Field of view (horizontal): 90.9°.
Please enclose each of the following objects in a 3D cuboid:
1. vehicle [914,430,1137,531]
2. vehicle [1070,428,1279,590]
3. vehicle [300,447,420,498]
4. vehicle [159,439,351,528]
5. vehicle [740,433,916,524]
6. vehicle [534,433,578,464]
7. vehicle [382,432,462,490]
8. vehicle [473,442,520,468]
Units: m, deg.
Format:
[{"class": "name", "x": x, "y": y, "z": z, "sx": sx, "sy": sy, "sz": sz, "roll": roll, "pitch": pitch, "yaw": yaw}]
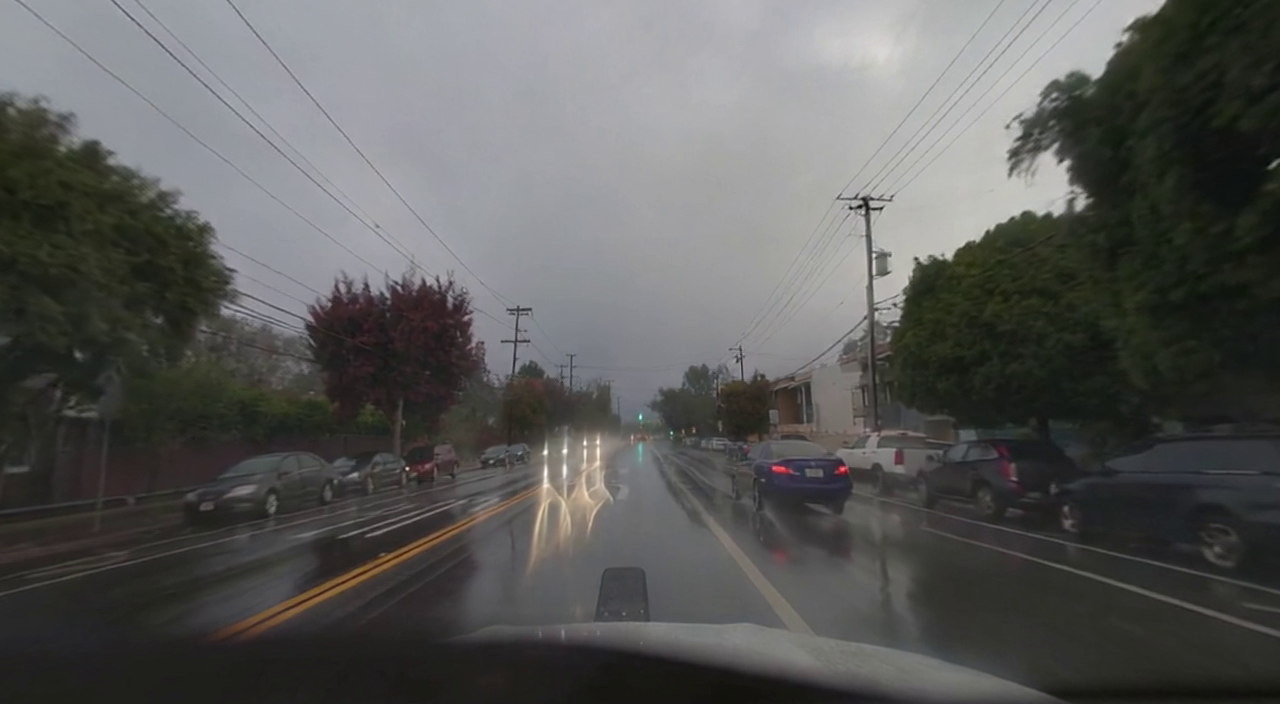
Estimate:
[{"class": "vehicle", "x": 7.689, "y": 2.551, "z": 13.217, "sx": 1.811, "sy": 1.749, "sz": 4.308, "roll": 0, "pitch": -8, "yaw": -2}, {"class": "vehicle", "x": 7.744, "y": 1.772, "z": 7.472, "sx": 2.044, "sy": 1.682, "sz": 4.466, "roll": 0, "pitch": -8, "yaw": -2}, {"class": "vehicle", "x": -9.345, "y": 4.028, "z": 21.475, "sx": 1.949, "sy": 1.502, "sz": 4.264, "roll": -1, "pitch": -8, "yaw": 3}, {"class": "vehicle", "x": -9.402, "y": 3.167, "z": 15.909, "sx": 1.961, "sy": 1.683, "sz": 4.483, "roll": -7, "pitch": -8, "yaw": 1}, {"class": "vehicle", "x": 3.510, "y": 2.439, "z": 12.876, "sx": 2.059, "sy": 1.489, "sz": 4.629, "roll": 0, "pitch": -8, "yaw": -1}, {"class": "vehicle", "x": -5.029, "y": 5.842, "z": 38.312, "sx": 2.050, "sy": 1.729, "sz": 4.269, "roll": 0, "pitch": -8, "yaw": 1}, {"class": "vehicle", "x": -9.429, "y": 4.688, "z": 27.645, "sx": 1.981, "sy": 1.975, "sz": 4.534, "roll": -3, "pitch": -4, "yaw": -1}, {"class": "vehicle", "x": -9.325, "y": 6.719, "z": 41.383, "sx": 1.944, "sy": 1.524, "sz": 4.404, "roll": 0, "pitch": -8, "yaw": 1}]
